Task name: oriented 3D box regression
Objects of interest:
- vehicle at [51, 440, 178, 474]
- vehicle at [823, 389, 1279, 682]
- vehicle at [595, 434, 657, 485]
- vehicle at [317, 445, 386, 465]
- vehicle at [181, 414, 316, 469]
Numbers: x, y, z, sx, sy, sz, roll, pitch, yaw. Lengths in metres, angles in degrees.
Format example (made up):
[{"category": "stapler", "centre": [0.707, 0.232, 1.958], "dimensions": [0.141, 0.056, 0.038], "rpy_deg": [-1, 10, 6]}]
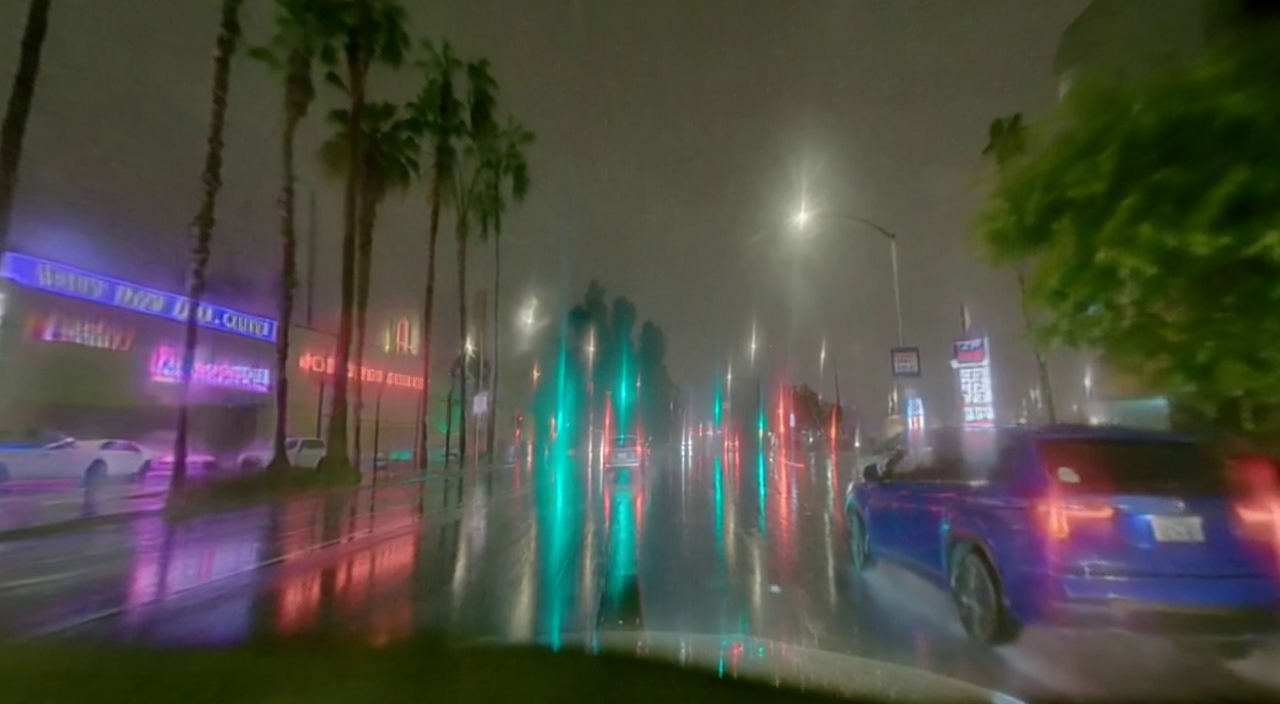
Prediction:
[{"category": "vehicle", "centre": [-29.200, 5.815, 35.326], "dimensions": [1.863, 1.733, 4.974], "rpy_deg": [-5, -10, 27]}, {"category": "vehicle", "centre": [3.315, 1.366, 5.841], "dimensions": [1.983, 1.654, 4.354], "rpy_deg": [0, -9, 1]}, {"category": "vehicle", "centre": [-0.463, 3.903, 23.251], "dimensions": [2.063, 1.664, 4.471], "rpy_deg": [0, -9, 0]}, {"category": "vehicle", "centre": [-22.190, 7.948, 48.847], "dimensions": [1.800, 1.462, 4.752], "rpy_deg": [-4, -9, 25]}, {"category": "vehicle", "centre": [-20.873, 4.867, 34.093], "dimensions": [2.198, 2.684, 5.751], "rpy_deg": [-4, -10, 25]}]
